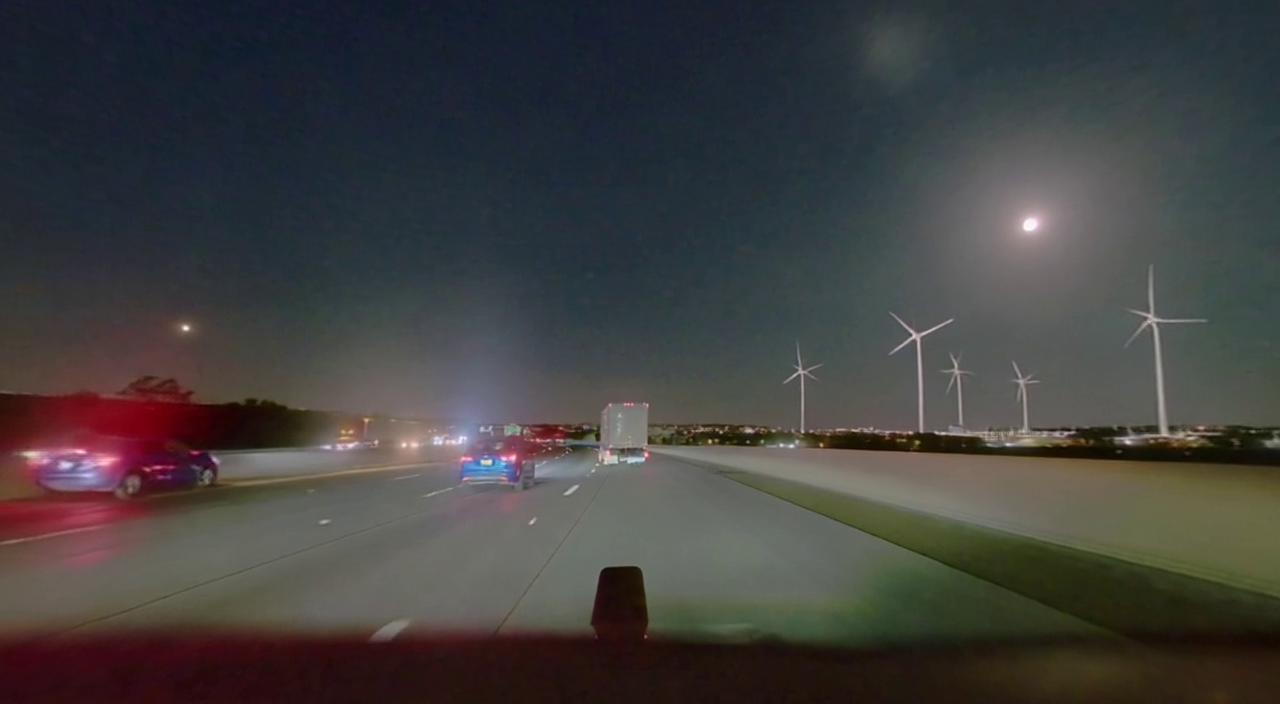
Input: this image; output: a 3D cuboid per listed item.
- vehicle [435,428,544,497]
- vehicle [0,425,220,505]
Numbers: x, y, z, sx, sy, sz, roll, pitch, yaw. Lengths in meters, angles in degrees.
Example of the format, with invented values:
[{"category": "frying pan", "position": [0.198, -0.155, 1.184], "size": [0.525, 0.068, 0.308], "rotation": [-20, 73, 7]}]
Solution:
[{"category": "vehicle", "position": [-4.003, 3.001, 17.396], "size": [2.109, 1.684, 3.783], "rotation": [0, -8, 0]}, {"category": "vehicle", "position": [-14.822, 3.054, 17.558], "size": [2.285, 1.835, 5.672], "rotation": [0, -8, -1]}]
